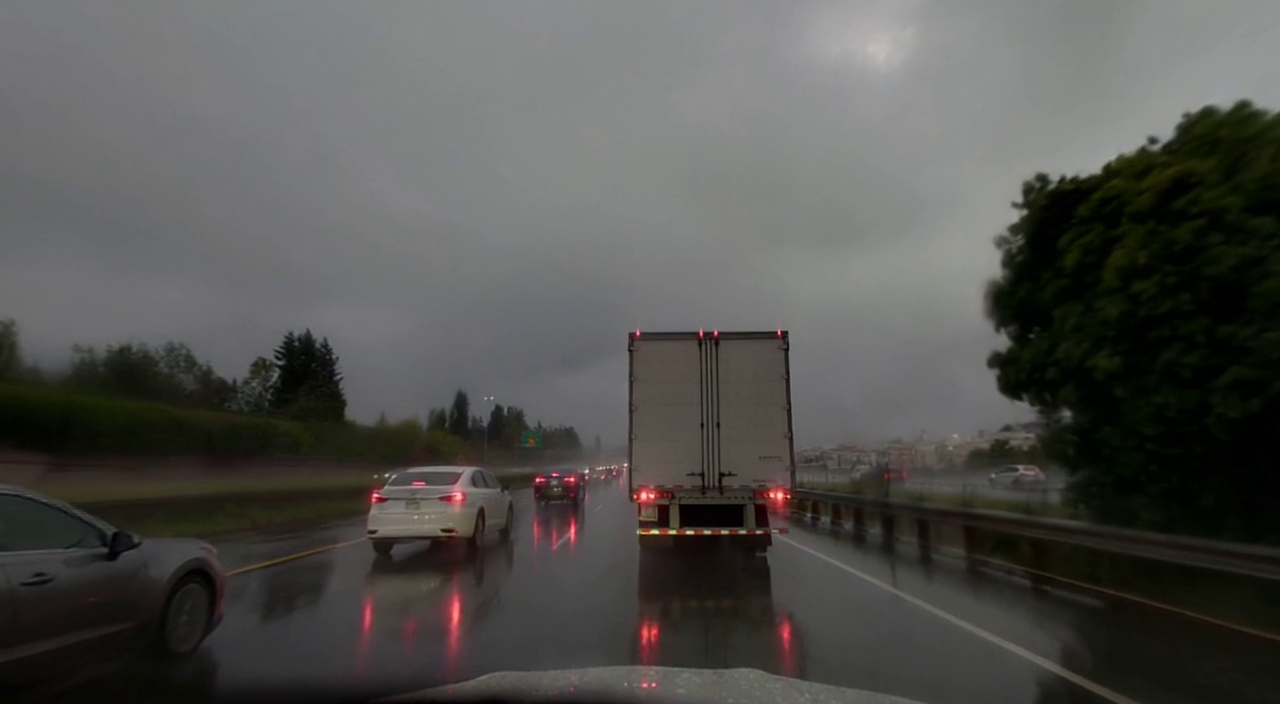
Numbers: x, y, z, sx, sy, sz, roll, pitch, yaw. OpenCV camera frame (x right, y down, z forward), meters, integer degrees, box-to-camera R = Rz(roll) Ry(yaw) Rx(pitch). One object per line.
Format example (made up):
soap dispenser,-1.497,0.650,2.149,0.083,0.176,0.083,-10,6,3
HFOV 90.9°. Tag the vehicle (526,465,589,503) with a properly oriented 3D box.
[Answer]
vehicle,-3.438,5.620,27.060,1.964,1.482,4.371,0,-11,2

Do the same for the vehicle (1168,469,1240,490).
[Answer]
vehicle,43.462,9.823,48.578,3.974,1.485,1.709,1,-11,-4

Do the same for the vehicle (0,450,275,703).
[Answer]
vehicle,-4.223,1.179,3.111,2.043,1.391,4.515,0,-11,1

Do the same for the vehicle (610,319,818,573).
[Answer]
vehicle,1.143,2.049,13.178,2.831,3.529,8.689,0,-11,2

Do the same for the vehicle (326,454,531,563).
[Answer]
vehicle,-3.430,2.684,11.406,1.983,1.509,4.679,0,-11,1

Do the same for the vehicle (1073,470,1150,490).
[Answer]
vehicle,36.266,9.867,48.544,4.299,1.465,1.807,-1,-11,7
